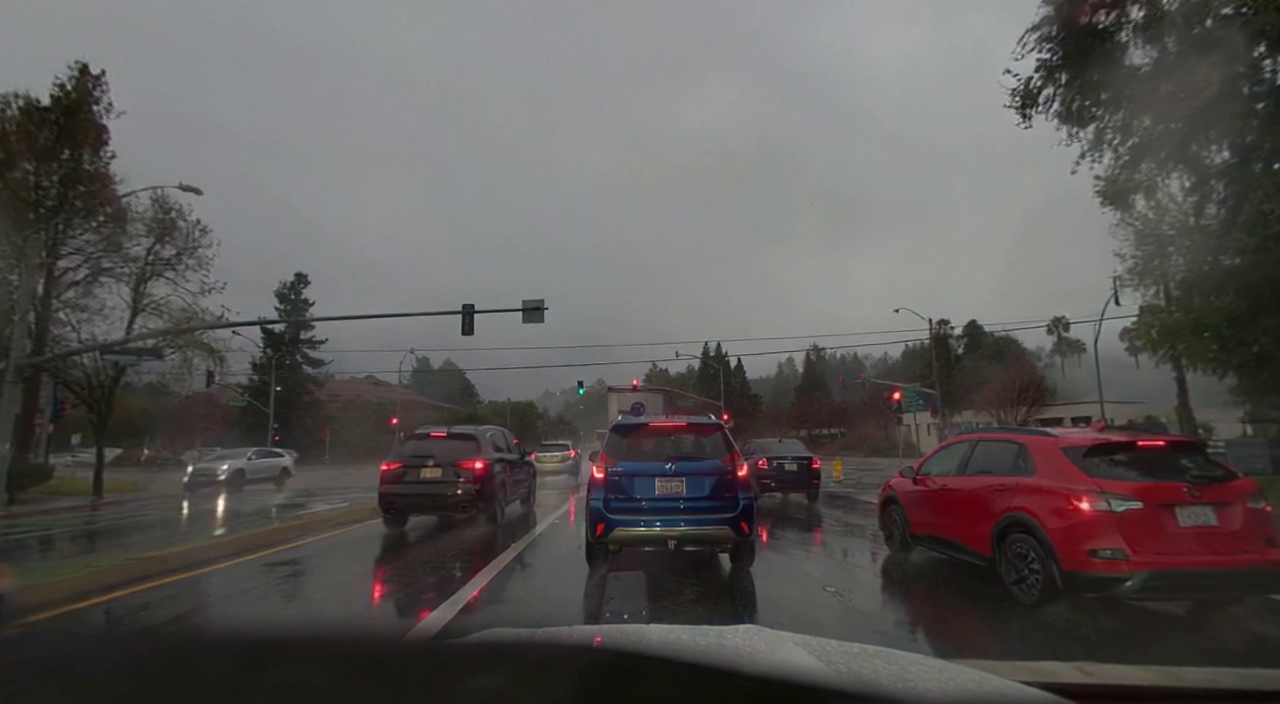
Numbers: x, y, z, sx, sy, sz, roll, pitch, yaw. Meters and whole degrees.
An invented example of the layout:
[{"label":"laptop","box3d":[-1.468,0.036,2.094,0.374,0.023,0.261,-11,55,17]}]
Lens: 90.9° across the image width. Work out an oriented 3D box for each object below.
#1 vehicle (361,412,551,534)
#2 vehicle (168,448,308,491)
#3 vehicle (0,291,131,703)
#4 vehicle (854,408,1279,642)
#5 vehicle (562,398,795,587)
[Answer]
[{"label":"vehicle","box3d":[-3.122,2.186,11.995,2.054,1.814,4.941,0,-8,1]},{"label":"vehicle","box3d":[-15.946,4.625,25.278,1.882,1.505,4.379,-3,-9,21]},{"label":"vehicle","box3d":[-3.230,0.429,0.102,2.209,1.828,4.847,0,-8,0]},{"label":"vehicle","box3d":[3.907,1.488,6.421,1.954,1.592,3.992,0,-8,-1]},{"label":"vehicle","box3d":[0.374,1.639,8.154,2.172,1.764,4.338,0,-8,1]}]
